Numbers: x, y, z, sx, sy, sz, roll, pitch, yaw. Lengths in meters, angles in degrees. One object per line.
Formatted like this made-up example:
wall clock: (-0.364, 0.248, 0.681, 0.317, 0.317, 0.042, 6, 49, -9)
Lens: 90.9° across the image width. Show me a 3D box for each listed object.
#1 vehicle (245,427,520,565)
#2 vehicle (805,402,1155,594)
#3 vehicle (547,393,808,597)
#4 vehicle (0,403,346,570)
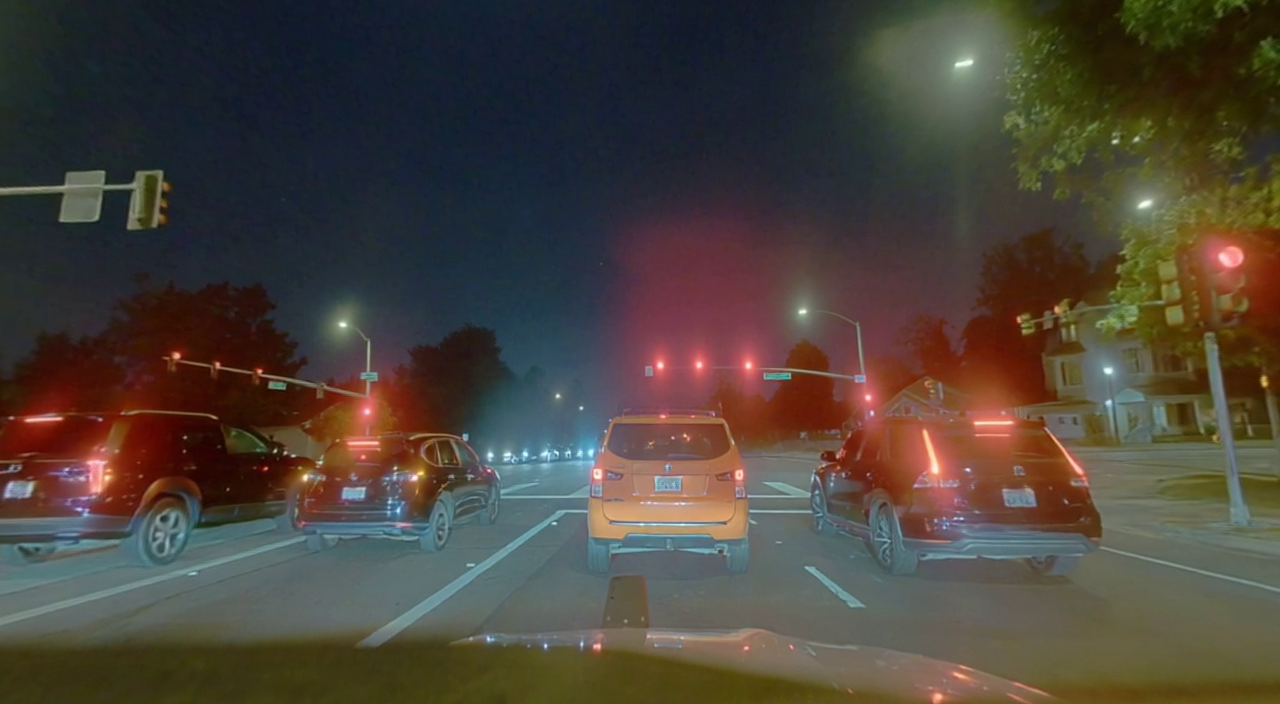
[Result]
vehicle: (-3.241, 1.889, 9.107, 1.885, 1.475, 4.359, -1, -8, 4)
vehicle: (3.525, 1.590, 7.748, 2.047, 1.638, 4.395, -1, -8, 4)
vehicle: (0.393, 1.519, 7.495, 2.198, 1.708, 4.170, 0, -8, 2)
vehicle: (-6.638, 1.821, 9.341, 2.075, 1.796, 4.785, 0, -8, 2)
